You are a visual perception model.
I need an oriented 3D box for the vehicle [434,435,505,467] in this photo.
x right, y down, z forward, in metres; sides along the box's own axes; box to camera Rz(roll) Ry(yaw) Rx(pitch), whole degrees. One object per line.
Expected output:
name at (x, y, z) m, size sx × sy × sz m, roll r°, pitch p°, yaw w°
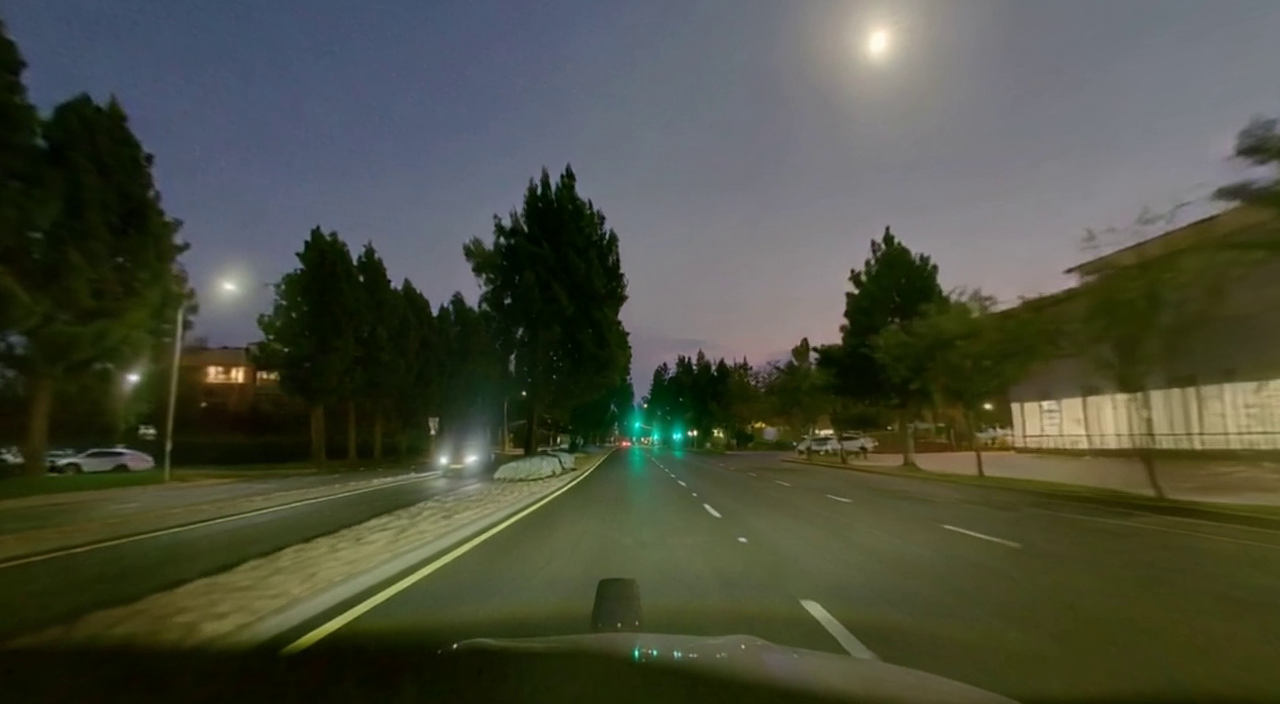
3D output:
vehicle at (-10.293, 5.909, 37.940) m, size 4.497 × 1.774 × 1.958 m, roll -8°, pitch -11°, yaw 42°
